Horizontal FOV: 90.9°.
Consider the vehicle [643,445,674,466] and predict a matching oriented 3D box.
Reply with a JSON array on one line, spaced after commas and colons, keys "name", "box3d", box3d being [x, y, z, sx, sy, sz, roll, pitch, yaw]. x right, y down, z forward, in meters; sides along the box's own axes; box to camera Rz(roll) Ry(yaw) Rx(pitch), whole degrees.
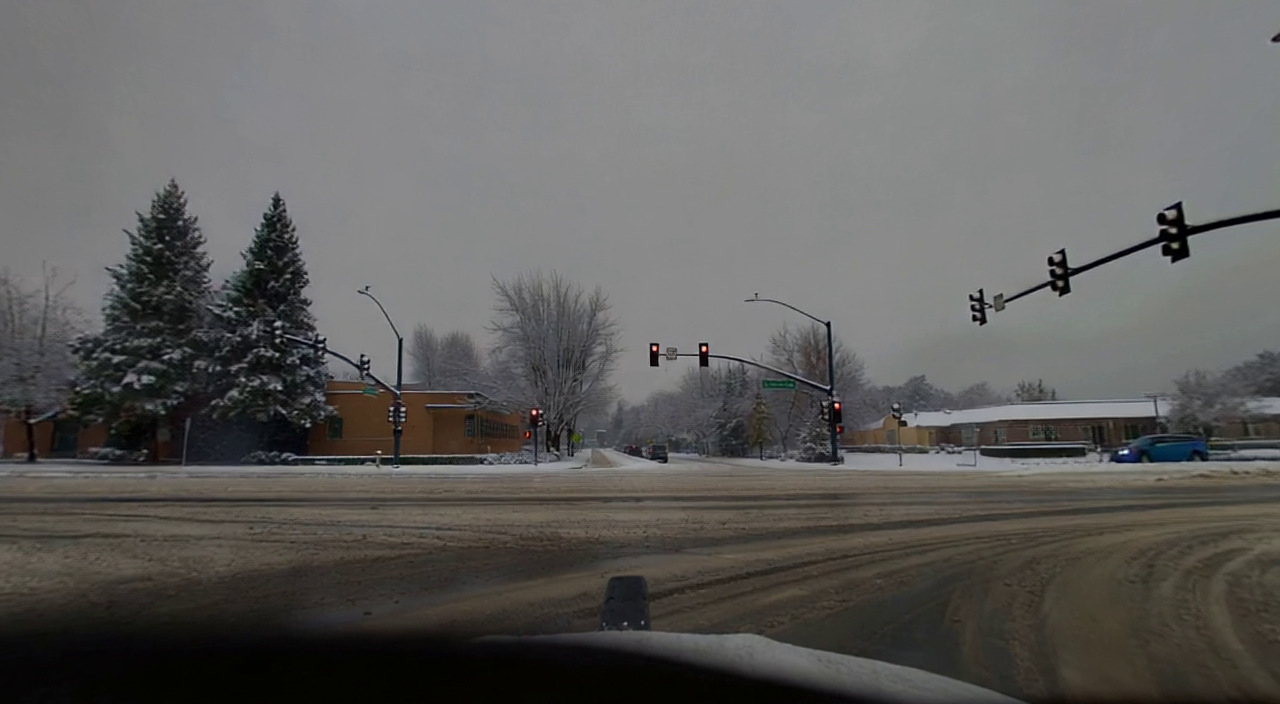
[{"name": "vehicle", "box3d": [1.307, 7.614, 46.455, 2.132, 1.449, 4.235, 0, -9, 0]}]
